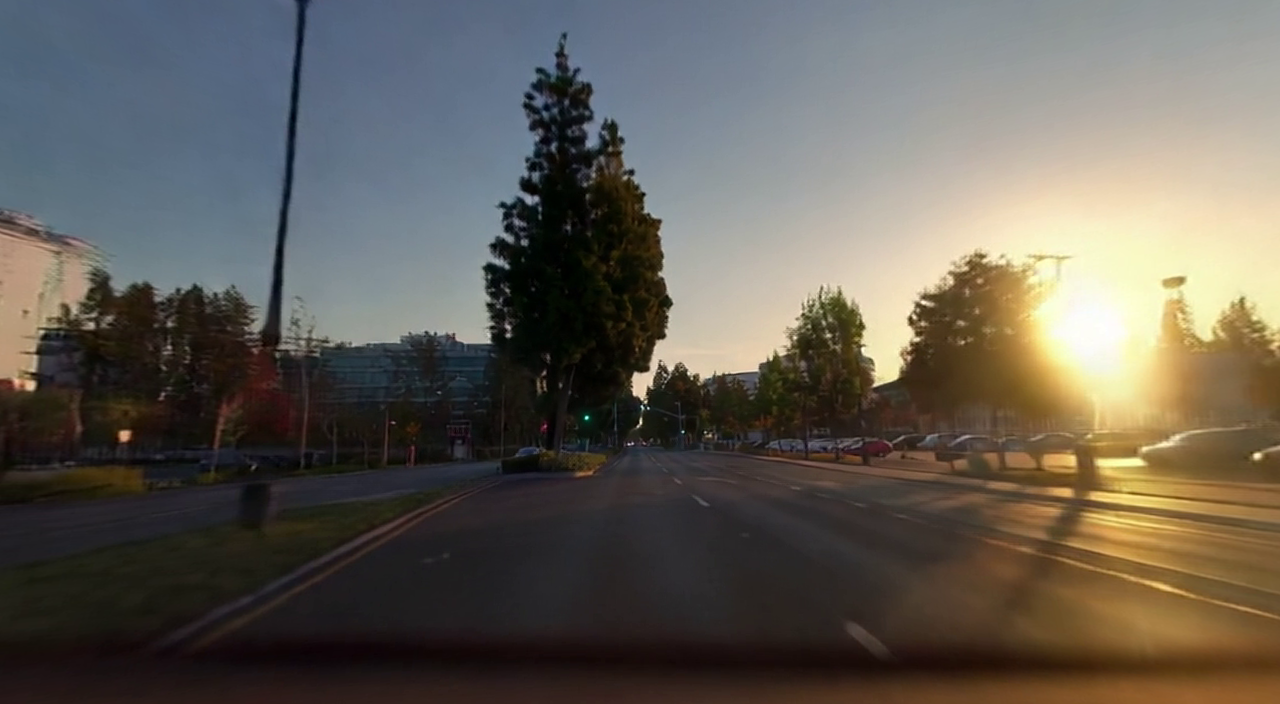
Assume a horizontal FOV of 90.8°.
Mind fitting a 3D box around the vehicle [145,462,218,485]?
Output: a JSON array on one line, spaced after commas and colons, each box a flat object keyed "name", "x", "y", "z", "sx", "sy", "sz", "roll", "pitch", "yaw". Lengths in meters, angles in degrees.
[{"name": "vehicle", "x": -29.707, "y": 7.850, "z": 40.985, "sx": 3.380, "sy": 1.342, "sz": 1.686, "roll": -1, "pitch": -9, "yaw": 1}]

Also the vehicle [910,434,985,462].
[{"name": "vehicle", "x": 19.622, "y": 6.159, "z": 40.545, "sx": 1.995, "sy": 1.673, "sz": 4.725, "roll": 0, "pitch": -9, "yaw": -6}]

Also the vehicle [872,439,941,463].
[{"name": "vehicle", "x": 17.107, "y": 6.379, "z": 40.851, "sx": 1.974, "sy": 1.446, "sz": 4.614, "roll": 1, "pitch": -8, "yaw": -8}]

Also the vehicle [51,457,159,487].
[{"name": "vehicle", "x": -30.461, "y": 6.818, "z": 36.070, "sx": 4.446, "sy": 1.576, "sz": 1.838, "roll": 0, "pitch": -8, "yaw": 0}]

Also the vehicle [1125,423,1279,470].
[{"name": "vehicle", "x": 21.049, "y": 3.500, "z": 23.457, "sx": 2.048, "sy": 1.559, "sz": 4.758, "roll": 1, "pitch": -8, "yaw": -4}]

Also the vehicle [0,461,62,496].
[{"name": "vehicle", "x": -30.376, "y": 6.195, "z": 30.859, "sx": 3.651, "sy": 1.502, "sz": 1.657, "roll": -6, "pitch": -10, "yaw": 23}]
